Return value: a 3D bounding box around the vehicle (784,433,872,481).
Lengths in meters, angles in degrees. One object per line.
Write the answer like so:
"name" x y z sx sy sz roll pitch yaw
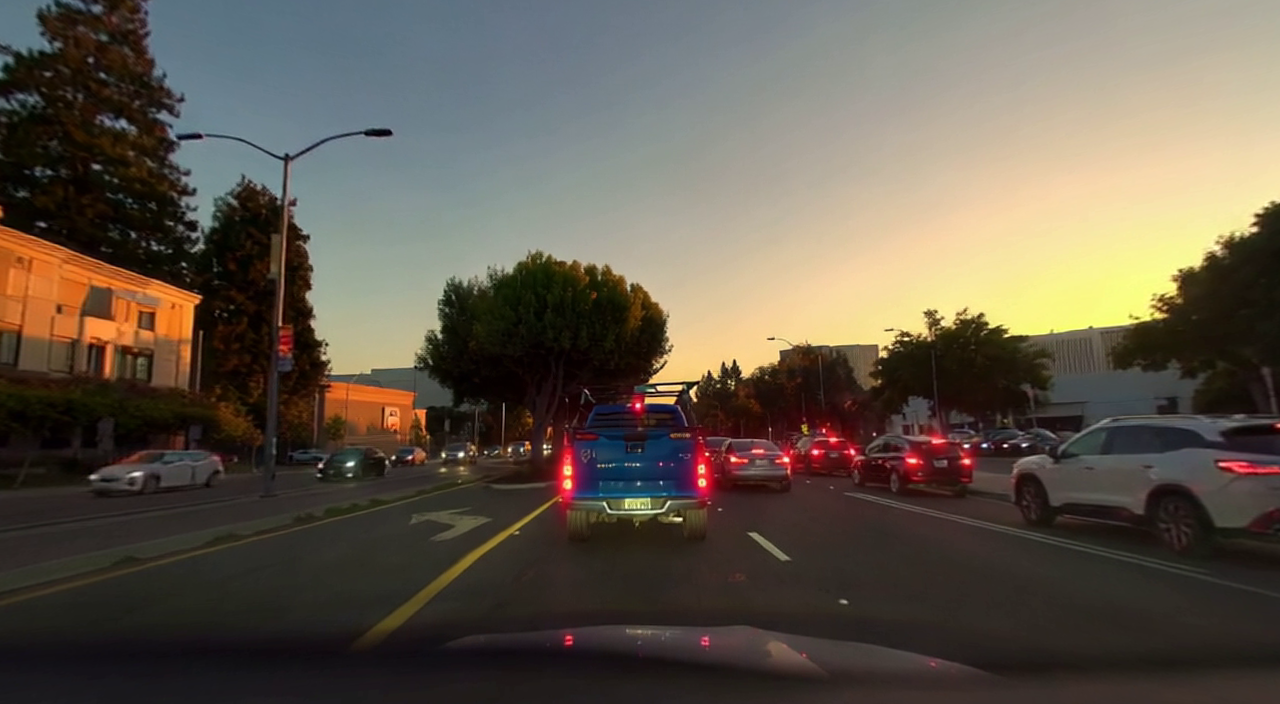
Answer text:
"vehicle" 7.073 4.010 24.307 1.953 1.665 4.327 0 -9 -2

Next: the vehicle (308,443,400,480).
"vehicle" -12.271 4.724 27.465 1.906 1.461 4.333 0 -9 1

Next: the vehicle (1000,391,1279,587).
"vehicle" 6.833 1.557 7.811 2.023 1.771 4.488 0 -9 -1

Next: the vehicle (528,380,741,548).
"vehicle" -0.112 1.838 10.925 2.682 2.117 5.706 0 -9 -1

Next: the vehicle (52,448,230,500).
"vehicle" -16.062 3.899 20.757 1.910 1.485 4.802 0 -9 0

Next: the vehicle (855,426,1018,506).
"vehicle" 7.074 2.757 15.682 1.931 1.692 4.267 0 -9 0

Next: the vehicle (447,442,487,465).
"vehicle" -12.143 7.140 44.574 1.781 1.558 3.688 0 -9 0

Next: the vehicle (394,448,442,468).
"vehicle" -15.701 7.494 44.918 1.854 1.364 4.357 0 -9 0
